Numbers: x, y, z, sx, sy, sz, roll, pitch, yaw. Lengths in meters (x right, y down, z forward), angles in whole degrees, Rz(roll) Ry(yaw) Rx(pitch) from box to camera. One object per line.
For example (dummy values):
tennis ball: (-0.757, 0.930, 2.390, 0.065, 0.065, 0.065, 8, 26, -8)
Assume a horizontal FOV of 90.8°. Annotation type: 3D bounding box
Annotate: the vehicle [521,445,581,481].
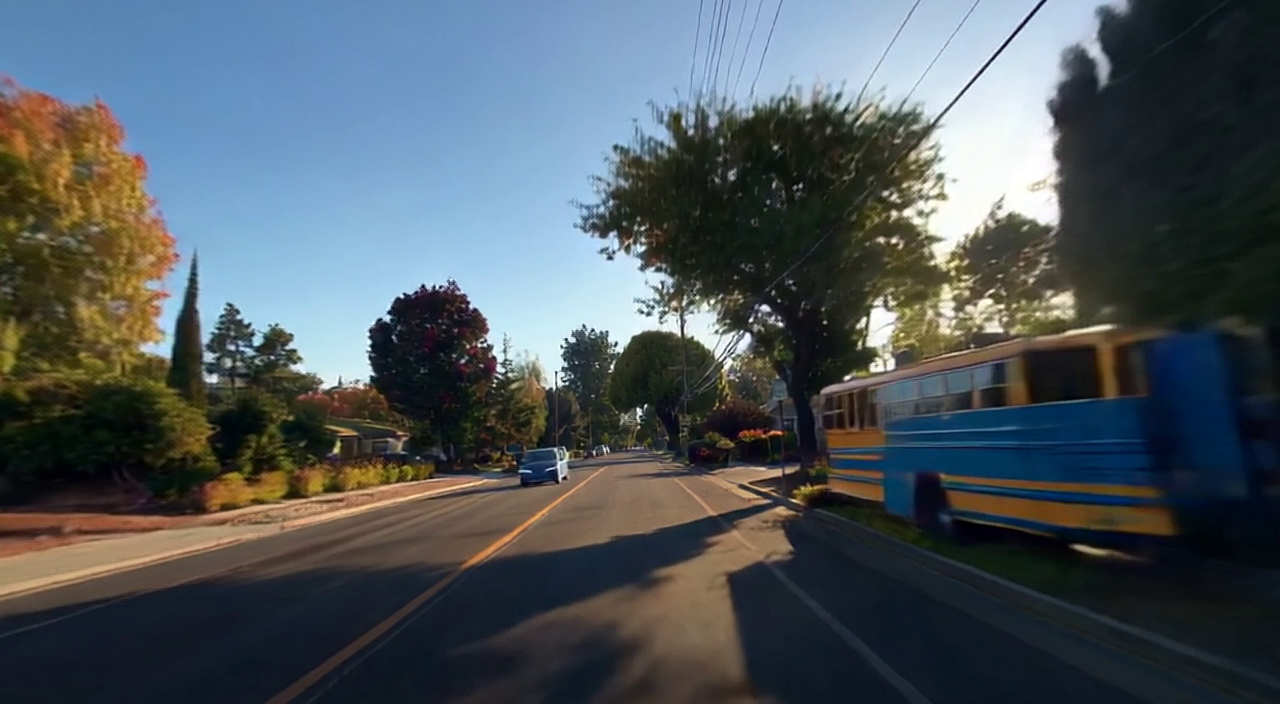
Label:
vehicle: (-3.963, 5.003, 28.866, 2.033, 1.502, 4.240, -1, -8, 1)
